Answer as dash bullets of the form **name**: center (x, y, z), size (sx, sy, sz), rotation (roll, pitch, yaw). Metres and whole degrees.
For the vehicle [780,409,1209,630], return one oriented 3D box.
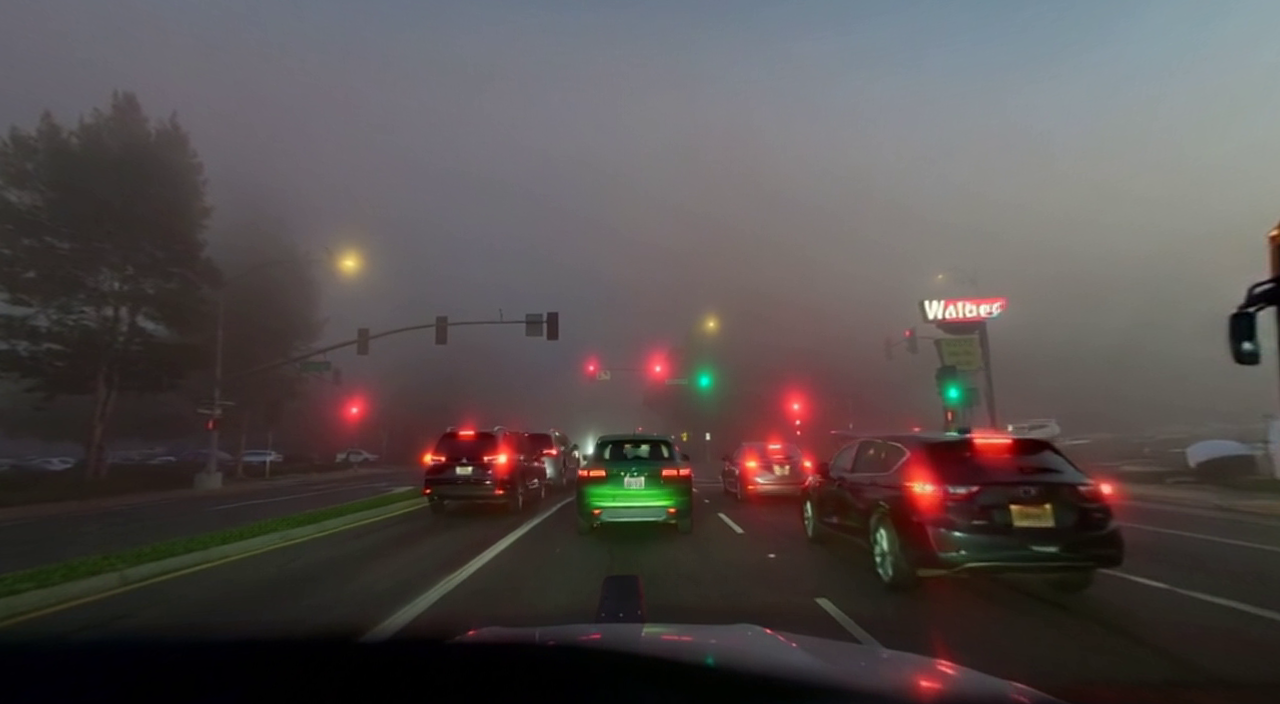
- **vehicle**: center (2.937, 1.481, 6.591), size (1.922, 1.508, 4.330), rotation (0, -9, 0)

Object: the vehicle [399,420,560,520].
- **vehicle**: center (-3.058, 2.382, 13.190), size (2.180, 1.708, 4.397), rotation (0, -9, 0)

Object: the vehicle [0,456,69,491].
- **vehicle**: center (-27.878, 5.303, 27.606), size (3.838, 1.433, 1.967), rotation (4, -10, -28)

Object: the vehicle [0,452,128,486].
- **vehicle**: center (-28.058, 5.628, 30.710), size (4.469, 1.498, 1.908), rotation (4, -9, -24)

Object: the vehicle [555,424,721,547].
- **vehicle**: center (-0.027, 1.959, 9.855), size (2.071, 1.525, 3.723), rotation (0, -9, 0)
